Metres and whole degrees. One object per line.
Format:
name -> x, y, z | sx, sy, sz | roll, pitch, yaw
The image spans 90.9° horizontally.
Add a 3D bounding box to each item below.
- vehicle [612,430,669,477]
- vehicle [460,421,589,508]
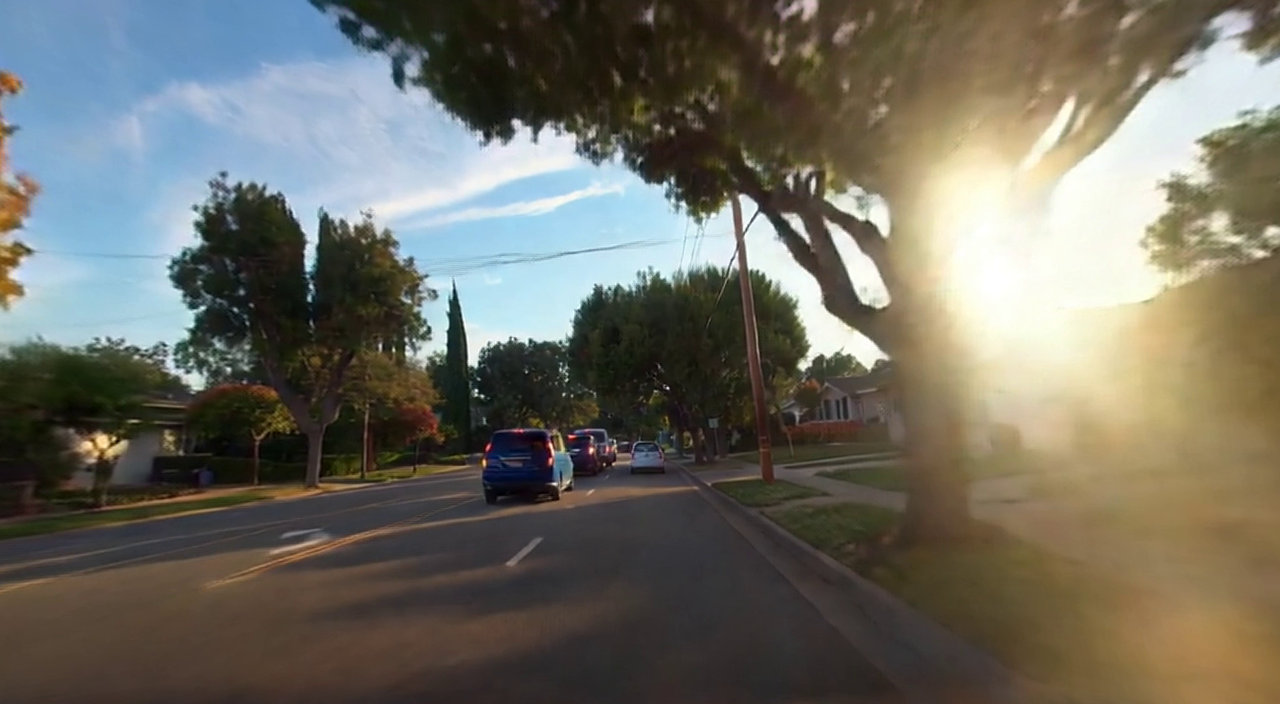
vehicle -> -0.004, 4.052, 25.359 | 2.120, 1.718, 3.909 | 0, -9, -1
vehicle -> -2.543, 2.639, 15.168 | 2.157, 1.765, 4.303 | 0, -9, 2
